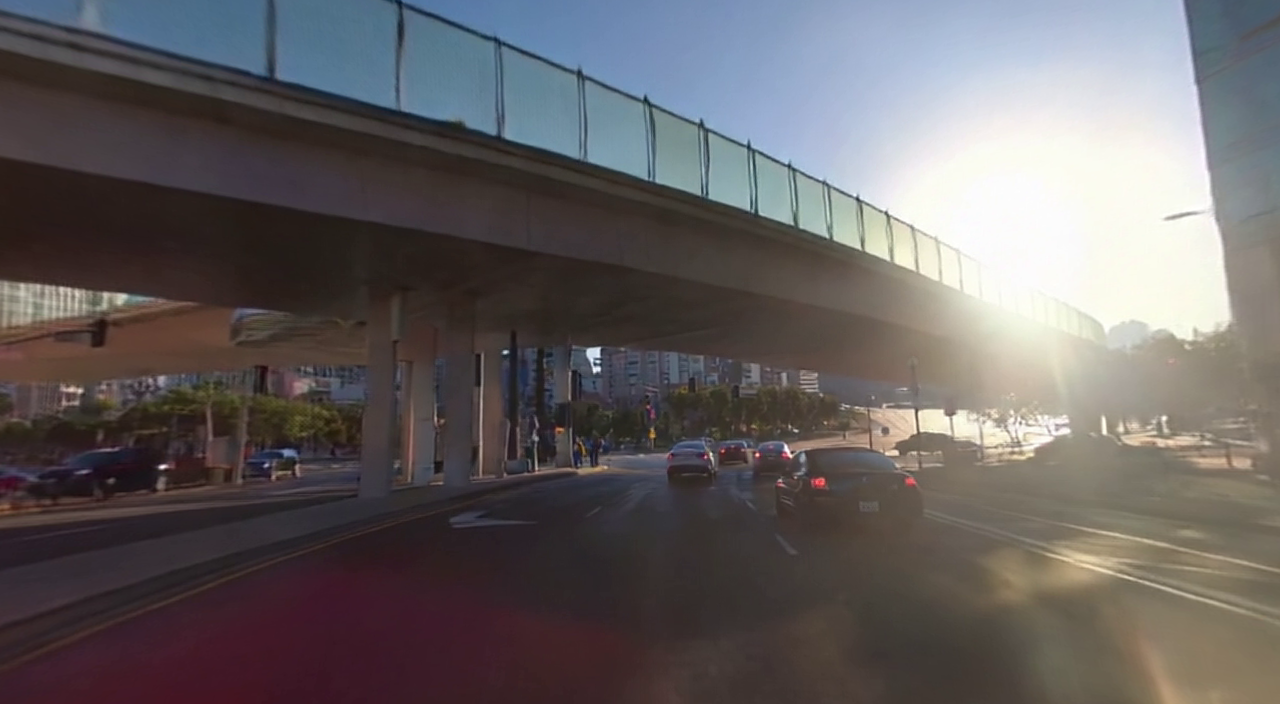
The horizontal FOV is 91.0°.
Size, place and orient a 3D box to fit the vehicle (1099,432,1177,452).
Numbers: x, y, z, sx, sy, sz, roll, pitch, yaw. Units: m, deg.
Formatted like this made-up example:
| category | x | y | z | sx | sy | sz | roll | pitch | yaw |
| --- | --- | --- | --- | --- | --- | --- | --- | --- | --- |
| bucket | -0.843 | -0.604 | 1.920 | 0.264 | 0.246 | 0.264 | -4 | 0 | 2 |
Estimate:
| category | x | y | z | sx | sy | sz | roll | pitch | yaw |
| --- | --- | --- | --- | --- | --- | --- | --- | --- | --- |
| vehicle | 37.229 | 6.717 | 47.040 | 4.535 | 1.480 | 1.882 | 1 | -9 | -9 |

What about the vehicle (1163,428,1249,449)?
| category | x | y | z | sx | sy | sz | roll | pitch | yaw |
| --- | --- | --- | --- | --- | --- | --- | --- | --- | --- |
| vehicle | 43.328 | 6.665 | 48.196 | 5.097 | 1.557 | 1.900 | 1 | -8 | -8 |

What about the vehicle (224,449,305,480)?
| category | x | y | z | sx | sy | sz | roll | pitch | yaw |
| --- | --- | --- | --- | --- | --- | --- | --- | --- | --- |
| vehicle | -23.041 | 6.880 | 38.853 | 2.106 | 1.791 | 4.618 | 0 | -9 | -1 |

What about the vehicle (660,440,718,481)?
| category | x | y | z | sx | sy | sz | roll | pitch | yaw |
| --- | --- | --- | --- | --- | --- | --- | --- | --- | --- |
| vehicle | 2.101 | 4.422 | 25.918 | 2.077 | 1.518 | 3.760 | -1 | -9 | 9 |

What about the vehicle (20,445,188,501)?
| category | x | y | z | sx | sy | sz | roll | pitch | yaw |
| --- | --- | --- | --- | --- | --- | --- | --- | --- | --- |
| vehicle | -18.996 | 4.258 | 22.698 | 2.040 | 1.749 | 4.796 | 0 | -9 | -4 |

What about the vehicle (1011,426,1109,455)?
| category | x | y | z | sx | sy | sz | roll | pitch | yaw |
| --- | --- | --- | --- | --- | --- | --- | --- | --- | --- |
| vehicle | 30.601 | 6.452 | 45.956 | 5.771 | 2.019 | 2.293 | 1 | -9 | -8 |

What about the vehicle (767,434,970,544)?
| category | x | y | z | sx | sy | sz | roll | pitch | yaw |
| --- | --- | --- | --- | --- | --- | --- | --- | --- | --- |
| vehicle | 3.687 | 2.290 | 11.307 | 2.051 | 1.509 | 4.933 | -1 | -9 | 3 |

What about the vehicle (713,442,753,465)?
| category | x | y | z | sx | sy | sz | roll | pitch | yaw |
| --- | --- | --- | --- | --- | --- | --- | --- | --- | --- |
| vehicle | 6.595 | 7.098 | 44.215 | 2.134 | 1.492 | 4.674 | -2 | -9 | 15 |
